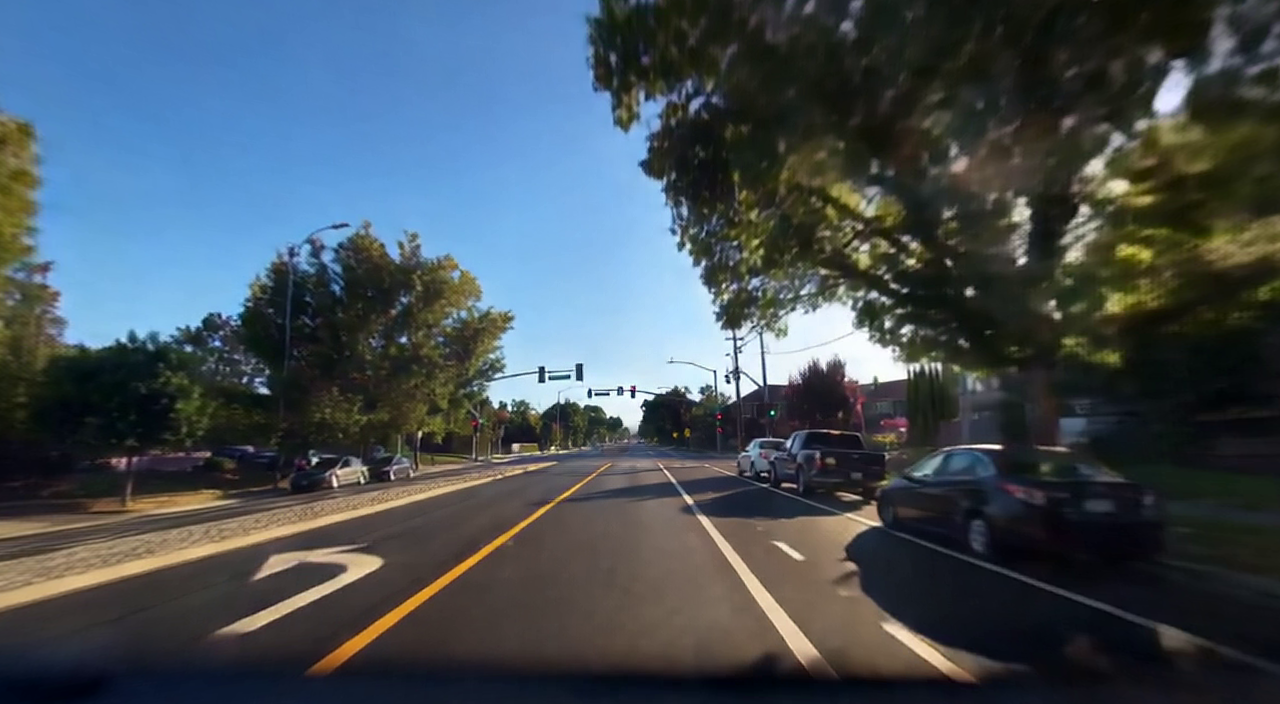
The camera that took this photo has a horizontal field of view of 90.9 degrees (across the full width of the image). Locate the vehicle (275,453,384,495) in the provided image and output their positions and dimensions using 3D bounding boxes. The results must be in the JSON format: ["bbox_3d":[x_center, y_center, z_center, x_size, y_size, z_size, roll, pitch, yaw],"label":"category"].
[{"bbox_3d":[-12.526,4.936,25.853,1.983,1.513,4.662,0,-9,2],"label":"vehicle"}]

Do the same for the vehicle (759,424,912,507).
[{"bbox_3d":[4.748,2.821,16.360,2.218,1.789,5.146,0,-8,-1],"label":"vehicle"}]

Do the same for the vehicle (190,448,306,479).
[{"bbox_3d":[-20.848,5.944,33.691,4.715,1.560,2.131,0,-9,-1],"label":"vehicle"}]

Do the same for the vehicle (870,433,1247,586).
[{"bbox_3d":[4.837,1.823,8.356,1.928,1.431,4.570,0,-8,1],"label":"vehicle"}]
